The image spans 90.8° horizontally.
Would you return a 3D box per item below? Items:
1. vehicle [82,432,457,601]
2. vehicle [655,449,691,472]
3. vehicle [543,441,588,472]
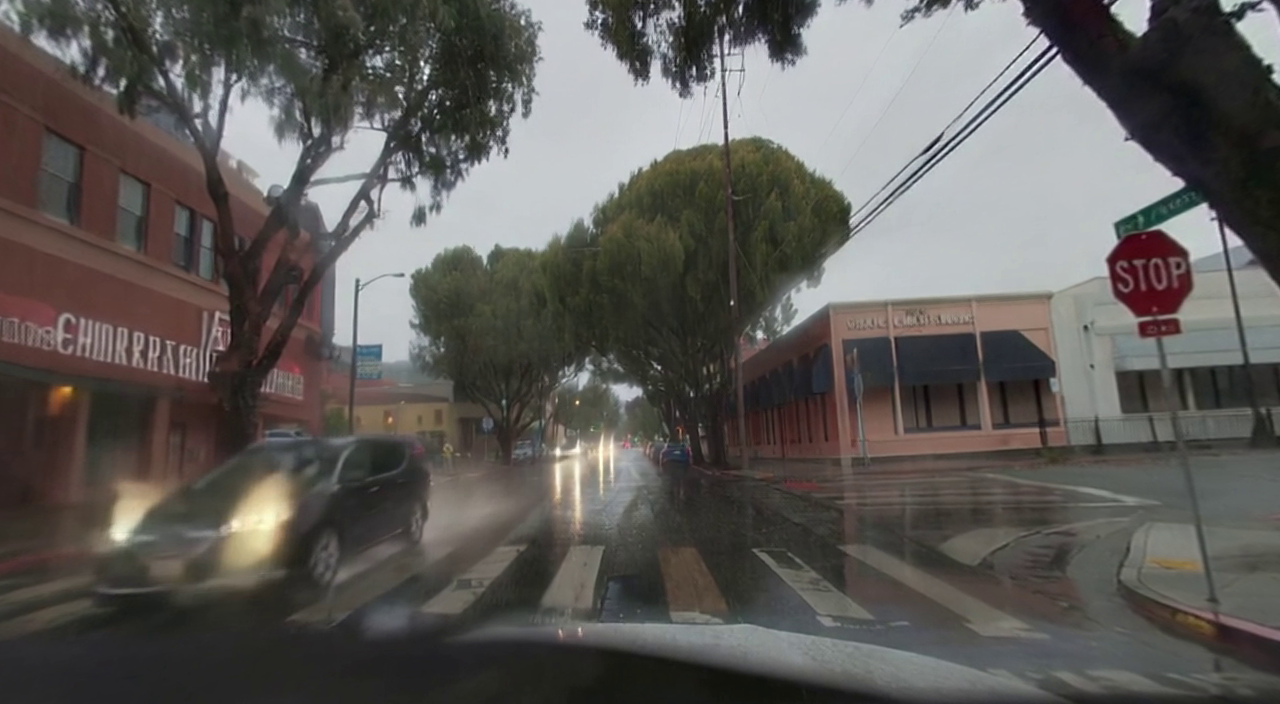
[{"bbox_3d":[-4.033,1.832,8.086,2.140,1.512,4.536,0,-8,-1],"label":"vehicle"},{"bbox_3d":[2.102,7.032,41.259,1.877,1.373,3.854,0,-8,-4],"label":"vehicle"},{"bbox_3d":[-4.899,6.936,42.186,2.495,1.966,4.846,0,-8,-1],"label":"vehicle"}]
